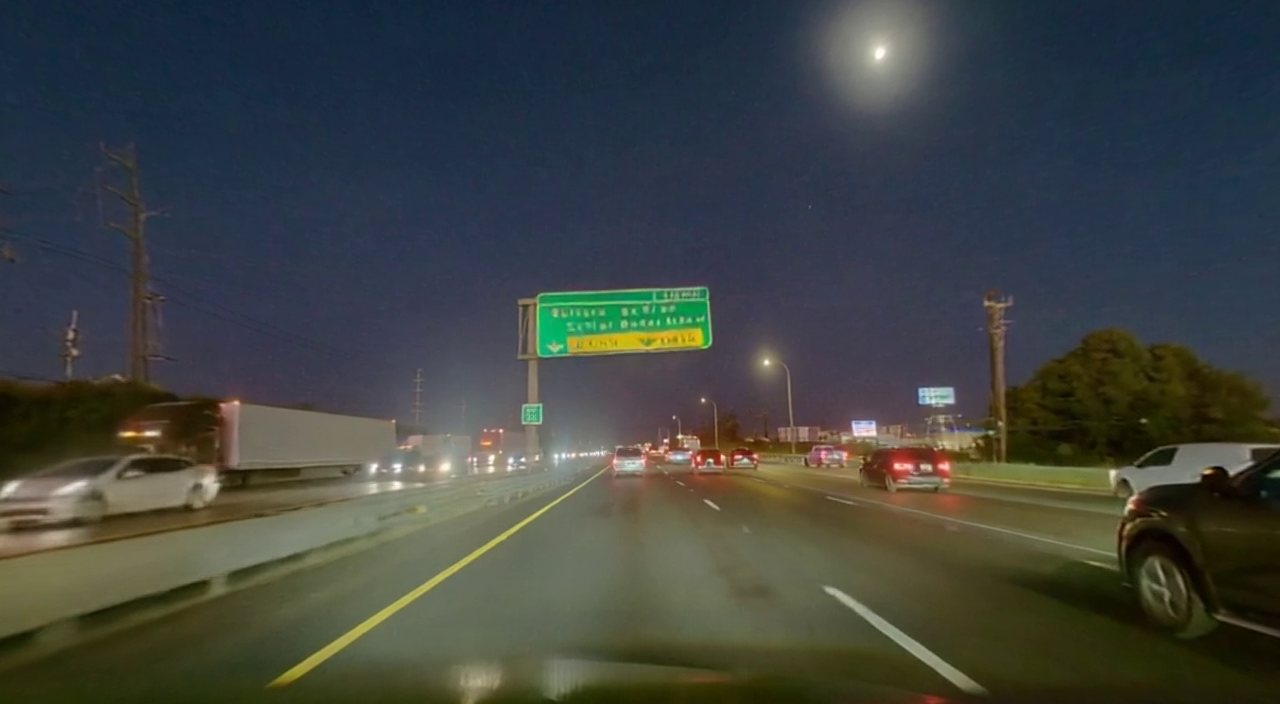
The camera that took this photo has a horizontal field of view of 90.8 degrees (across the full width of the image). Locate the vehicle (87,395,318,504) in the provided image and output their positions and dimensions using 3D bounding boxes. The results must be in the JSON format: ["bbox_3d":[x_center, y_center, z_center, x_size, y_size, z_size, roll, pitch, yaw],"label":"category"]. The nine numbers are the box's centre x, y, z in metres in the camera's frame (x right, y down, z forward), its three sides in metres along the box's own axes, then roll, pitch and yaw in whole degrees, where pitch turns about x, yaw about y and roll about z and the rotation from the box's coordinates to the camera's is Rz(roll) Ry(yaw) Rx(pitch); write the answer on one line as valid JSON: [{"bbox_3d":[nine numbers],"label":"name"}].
[{"bbox_3d":[-18.337,4.267,27.800,3.068,3.921,9.552,0,-9,1],"label":"vehicle"}]

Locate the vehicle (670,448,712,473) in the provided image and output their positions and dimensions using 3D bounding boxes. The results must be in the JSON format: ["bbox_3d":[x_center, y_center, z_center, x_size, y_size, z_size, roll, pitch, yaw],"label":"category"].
[{"bbox_3d":[3.124,6.744,39.471,2.115,1.481,3.968,0,-9,-2],"label":"vehicle"}]

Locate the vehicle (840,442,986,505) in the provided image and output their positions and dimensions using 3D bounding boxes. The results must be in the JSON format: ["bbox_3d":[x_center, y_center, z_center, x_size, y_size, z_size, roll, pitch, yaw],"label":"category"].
[{"bbox_3d":[7.114,3.183,17.036,1.958,1.473,4.201,0,-9,-1],"label":"vehicle"}]

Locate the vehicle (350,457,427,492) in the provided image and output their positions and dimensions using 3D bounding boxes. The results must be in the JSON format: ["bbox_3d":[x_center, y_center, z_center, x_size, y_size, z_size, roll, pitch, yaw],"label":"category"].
[{"bbox_3d":[-11.933,5.829,30.289,1.888,1.455,4.410,0,-9,0],"label":"vehicle"}]

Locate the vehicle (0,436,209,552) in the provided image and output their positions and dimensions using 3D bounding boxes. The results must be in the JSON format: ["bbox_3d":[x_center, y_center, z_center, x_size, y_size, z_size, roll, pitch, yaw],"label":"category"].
[{"bbox_3d":[-11.504,2.706,12.835,2.113,1.873,4.741,0,-9,0],"label":"vehicle"}]

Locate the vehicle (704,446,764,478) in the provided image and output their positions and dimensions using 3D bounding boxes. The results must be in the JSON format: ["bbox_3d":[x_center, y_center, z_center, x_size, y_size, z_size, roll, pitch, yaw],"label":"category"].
[{"bbox_3d":[4.605,5.472,31.586,1.934,1.461,4.368,1,-9,-6],"label":"vehicle"}]

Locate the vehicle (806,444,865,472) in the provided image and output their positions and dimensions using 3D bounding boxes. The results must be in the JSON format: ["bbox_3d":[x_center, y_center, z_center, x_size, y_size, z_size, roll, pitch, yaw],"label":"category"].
[{"bbox_3d":[11.102,6.038,36.229,1.901,1.485,4.483,0,-9,-1],"label":"vehicle"}]

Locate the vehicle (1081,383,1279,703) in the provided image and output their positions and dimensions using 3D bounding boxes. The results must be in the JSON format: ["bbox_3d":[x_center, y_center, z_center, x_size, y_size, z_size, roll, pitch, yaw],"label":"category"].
[{"bbox_3d":[3.377,0.757,1.451,1.967,1.547,3.777,0,-9,0],"label":"vehicle"}]

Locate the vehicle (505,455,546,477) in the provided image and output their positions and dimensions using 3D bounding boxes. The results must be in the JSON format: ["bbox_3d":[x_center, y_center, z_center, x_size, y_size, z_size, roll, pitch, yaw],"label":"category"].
[{"bbox_3d":[-8.251,8.288,46.069,2.086,1.477,4.438,0,-9,1],"label":"vehicle"}]

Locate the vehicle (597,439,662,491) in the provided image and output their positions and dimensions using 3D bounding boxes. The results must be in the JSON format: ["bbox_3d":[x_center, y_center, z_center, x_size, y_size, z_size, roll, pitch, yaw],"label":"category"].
[{"bbox_3d":[-0.407,4.307,24.444,2.298,1.809,4.359,0,-9,-1],"label":"vehicle"}]

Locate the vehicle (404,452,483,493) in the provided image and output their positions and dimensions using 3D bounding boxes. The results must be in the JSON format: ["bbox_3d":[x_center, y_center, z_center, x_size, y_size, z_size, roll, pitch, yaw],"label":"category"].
[{"bbox_3d":[-8.057,4.944,26.286,1.931,1.541,4.018,0,-9,1],"label":"vehicle"}]
